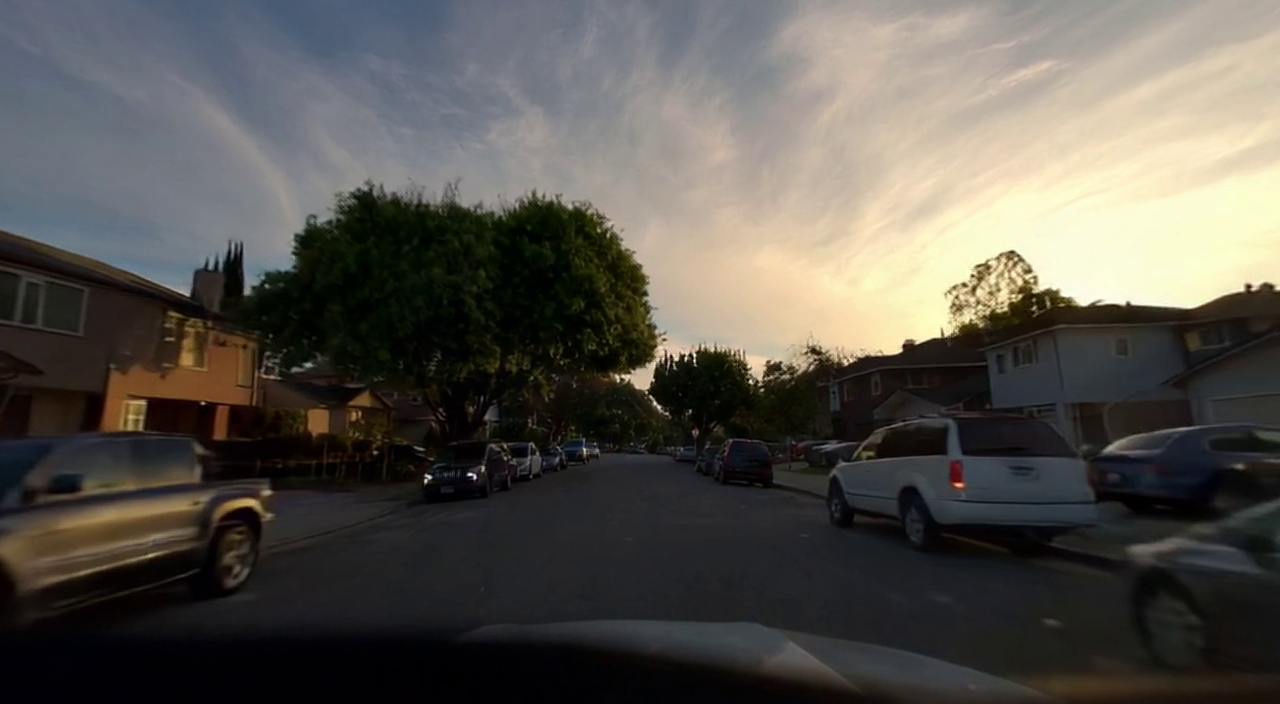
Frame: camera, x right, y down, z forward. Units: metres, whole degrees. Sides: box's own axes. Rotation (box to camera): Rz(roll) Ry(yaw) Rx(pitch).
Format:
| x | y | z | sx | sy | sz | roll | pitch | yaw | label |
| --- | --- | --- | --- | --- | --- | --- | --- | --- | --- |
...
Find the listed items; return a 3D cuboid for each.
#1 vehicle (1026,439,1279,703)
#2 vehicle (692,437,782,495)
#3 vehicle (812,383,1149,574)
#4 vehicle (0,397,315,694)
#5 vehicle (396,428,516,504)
| x | y | z | sx | sy | sz | roll | pitch | yaw | label |
| --- | --- | --- | --- | --- | --- | --- | --- | --- | --- |
| 4.193 | 1.129 | 2.588 | 1.850 | 1.516 | 5.066 | 0 | -8 | -3 | vehicle |
| 3.595 | 4.331 | 24.710 | 2.415 | 1.963 | 5.688 | 0 | -8 | -2 | vehicle |
| 4.957 | 1.954 | 10.618 | 2.384 | 2.317 | 5.579 | 0 | -8 | -1 | vehicle |
| -5.018 | 1.443 | 5.254 | 2.022 | 1.822 | 5.002 | -1 | -9 | -1 | vehicle |
| -4.968 | 3.187 | 17.794 | 2.035 | 1.822 | 4.348 | 0 | -10 | 0 | vehicle |
